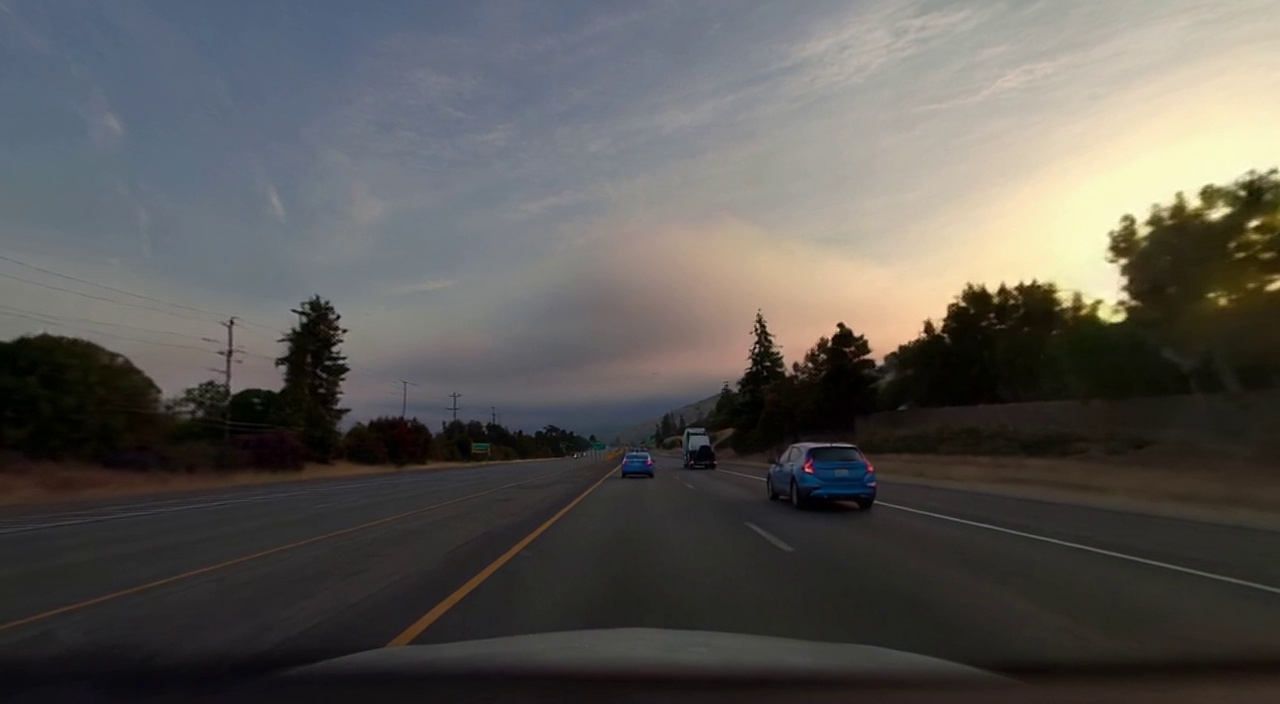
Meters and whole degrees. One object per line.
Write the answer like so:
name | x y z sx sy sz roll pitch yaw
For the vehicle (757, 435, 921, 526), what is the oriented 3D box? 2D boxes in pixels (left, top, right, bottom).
vehicle | 3.806 2.533 12.870 1.953 1.540 4.101 0 -9 -1

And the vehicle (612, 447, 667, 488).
vehicle | -0.030 4.689 25.726 2.066 1.490 3.759 0 -9 -1

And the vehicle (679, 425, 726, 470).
vehicle | 4.658 7.389 48.433 2.791 3.201 7.145 0 -9 -1
